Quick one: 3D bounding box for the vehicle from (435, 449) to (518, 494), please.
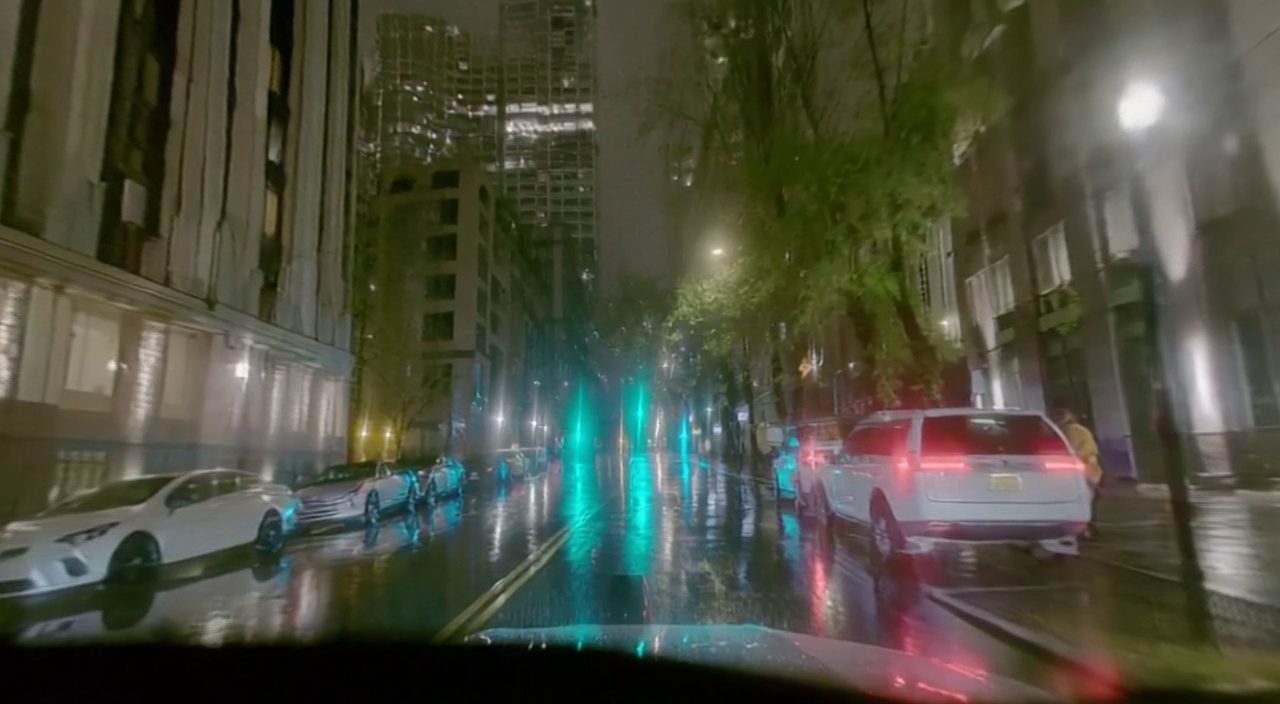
[{"bbox_3d":[-6.539,4.805,25.781,2.270,1.539,4.855,-1,-8,-2],"label":"vehicle"}]

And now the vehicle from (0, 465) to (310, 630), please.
[{"bbox_3d":[-6.875,2.439,8.888,1.889,1.451,5.013,-1,-8,-2],"label":"vehicle"}]

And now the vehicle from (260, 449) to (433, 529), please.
[{"bbox_3d":[-6.748,3.148,15.173,2.110,1.498,4.555,-1,-8,-2],"label":"vehicle"}]

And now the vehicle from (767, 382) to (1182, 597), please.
[{"bbox_3d":[3.891,1.764,9.220,2.568,2.001,5.999,-2,-8,-2],"label":"vehicle"}]

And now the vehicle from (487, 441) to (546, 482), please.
[{"bbox_3d":[-6.325,5.637,32.857,2.273,1.871,4.920,-1,-8,-2],"label":"vehicle"}]
